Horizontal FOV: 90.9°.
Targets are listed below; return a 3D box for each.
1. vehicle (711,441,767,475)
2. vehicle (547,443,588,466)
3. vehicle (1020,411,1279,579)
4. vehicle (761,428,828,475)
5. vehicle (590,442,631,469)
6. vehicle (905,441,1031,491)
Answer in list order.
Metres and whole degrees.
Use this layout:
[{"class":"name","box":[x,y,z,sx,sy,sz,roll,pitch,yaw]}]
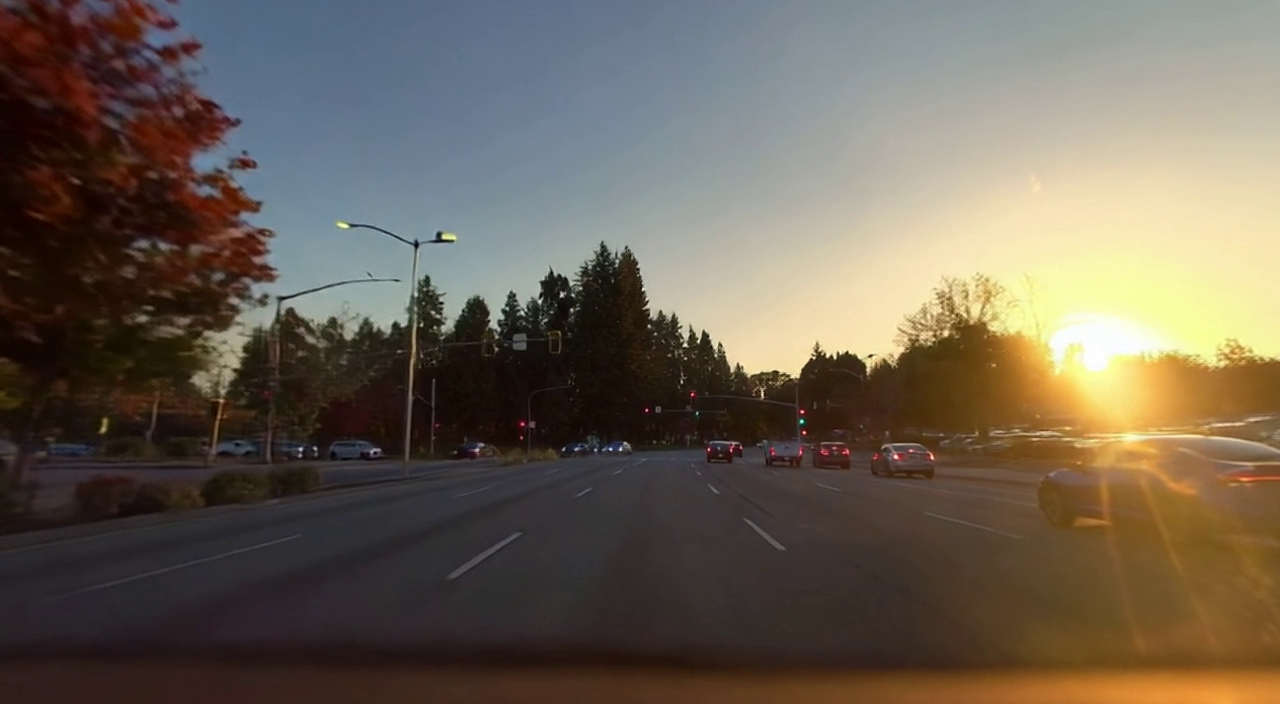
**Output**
[{"class":"vehicle","box":[4.947,5.362,32.244,2.292,1.563,4.734,0,-8,2]},{"class":"vehicle","box":[-4.978,7.084,43.848,2.004,1.529,4.319,-1,-8,4]},{"class":"vehicle","box":[7.385,1.677,8.301,2.051,1.620,4.702,-1,-8,4]},{"class":"vehicle","box":[7.735,5.041,32.149,2.186,2.202,5.426,0,-8,2]},{"class":"vehicle","box":[-1.729,6.192,38.046,1.958,1.542,4.175,-1,-8,5]},{"class":"vehicle","box":[11.205,3.894,21.987,1.963,1.513,4.600,0,-8,1]}]
